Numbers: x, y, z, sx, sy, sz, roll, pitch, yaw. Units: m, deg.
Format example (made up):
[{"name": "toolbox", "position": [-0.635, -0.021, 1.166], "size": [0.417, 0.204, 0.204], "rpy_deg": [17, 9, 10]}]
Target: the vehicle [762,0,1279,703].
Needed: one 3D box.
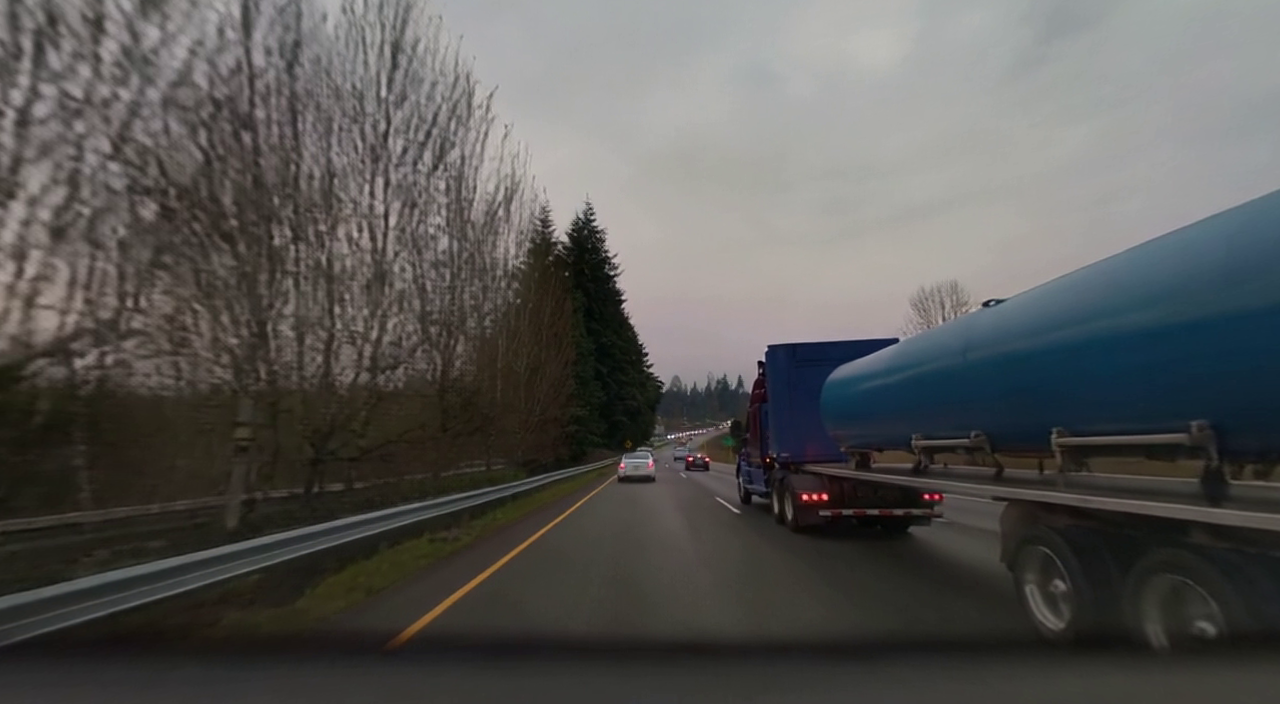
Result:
[{"name": "vehicle", "position": [3.917, 0.716, 7.263], "size": [2.694, 3.453, 11.641], "rpy_deg": [0, -9, 0]}]

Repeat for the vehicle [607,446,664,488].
[{"name": "vehicle", "position": [-0.137, 4.390, 24.394], "size": [2.003, 1.490, 3.636], "rpy_deg": [0, -9, 1]}]
